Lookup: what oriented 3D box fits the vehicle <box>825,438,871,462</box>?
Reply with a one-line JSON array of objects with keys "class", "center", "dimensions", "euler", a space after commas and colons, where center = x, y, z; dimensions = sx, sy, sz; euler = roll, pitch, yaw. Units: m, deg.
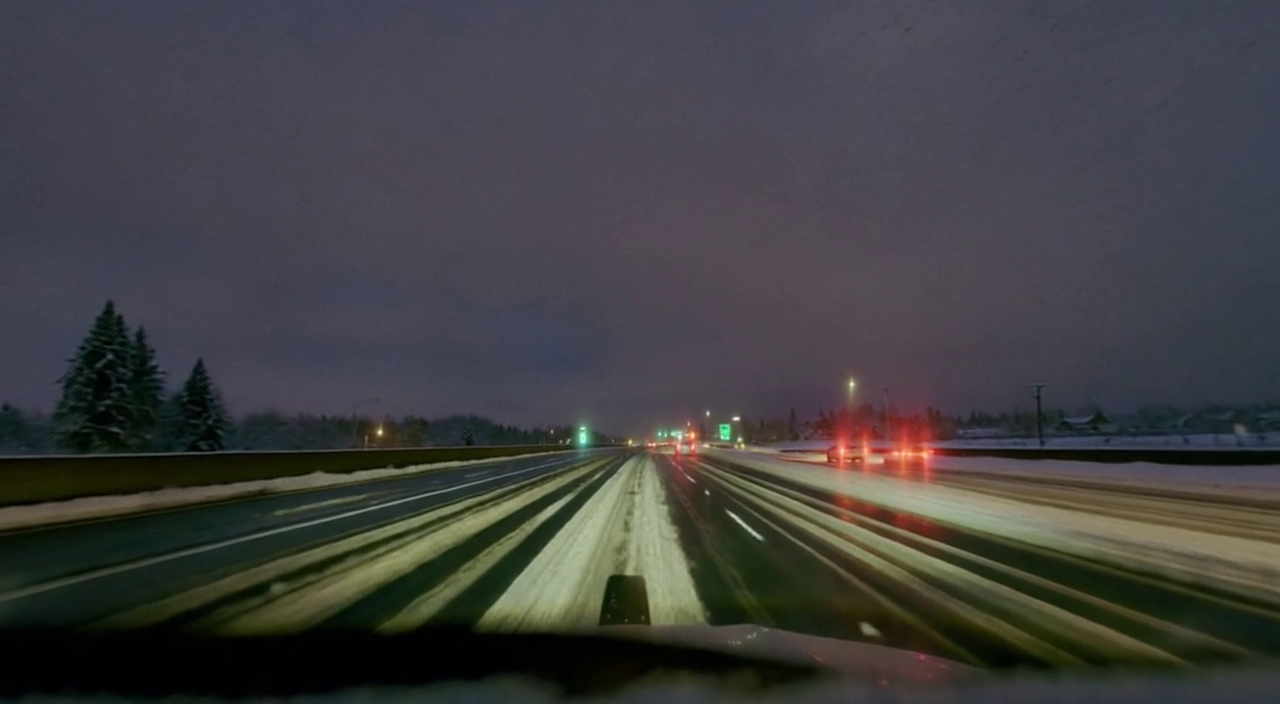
[{"class": "vehicle", "center": [15.579, 7.367, 47.448], "dimensions": [2.039, 1.658, 4.457], "euler": [0, -8, 3]}]
